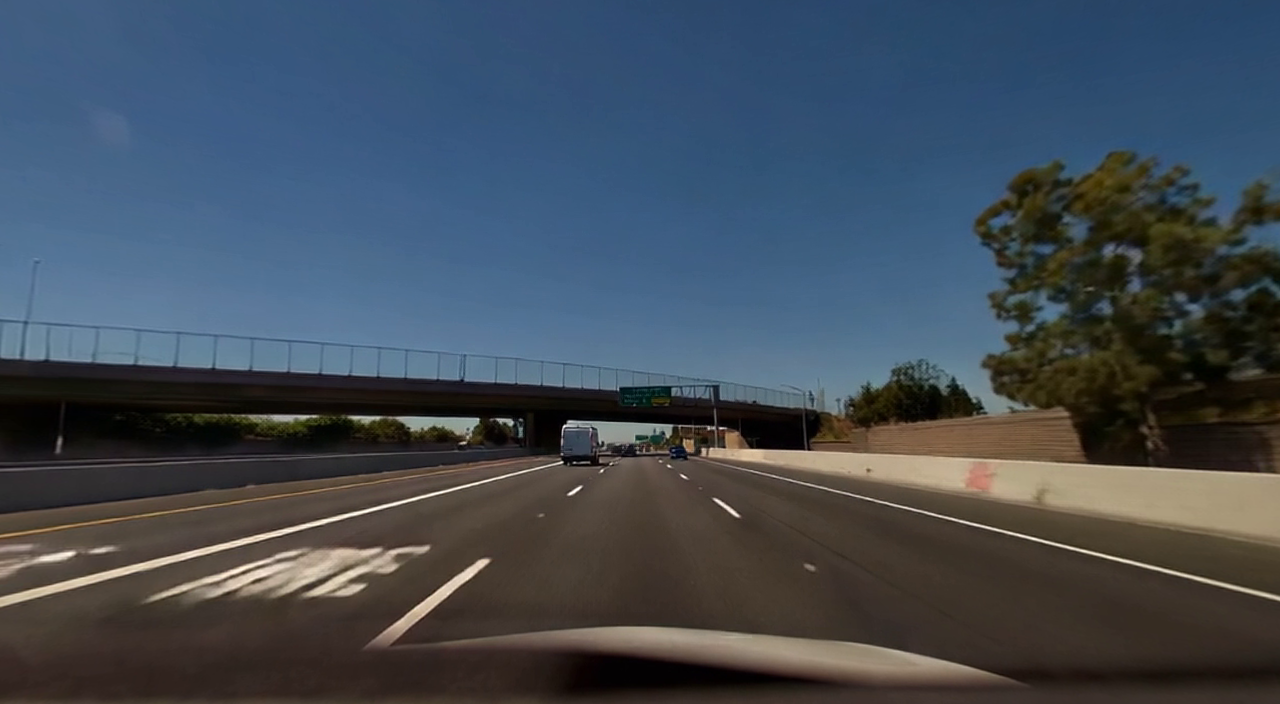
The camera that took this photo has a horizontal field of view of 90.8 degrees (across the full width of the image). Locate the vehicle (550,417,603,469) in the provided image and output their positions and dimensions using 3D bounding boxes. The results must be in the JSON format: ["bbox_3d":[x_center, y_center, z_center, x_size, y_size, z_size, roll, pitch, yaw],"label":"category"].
[{"bbox_3d":[-3.863,5.790,40.047,2.881,2.937,7.045,0,-9,-2],"label":"vehicle"}]
